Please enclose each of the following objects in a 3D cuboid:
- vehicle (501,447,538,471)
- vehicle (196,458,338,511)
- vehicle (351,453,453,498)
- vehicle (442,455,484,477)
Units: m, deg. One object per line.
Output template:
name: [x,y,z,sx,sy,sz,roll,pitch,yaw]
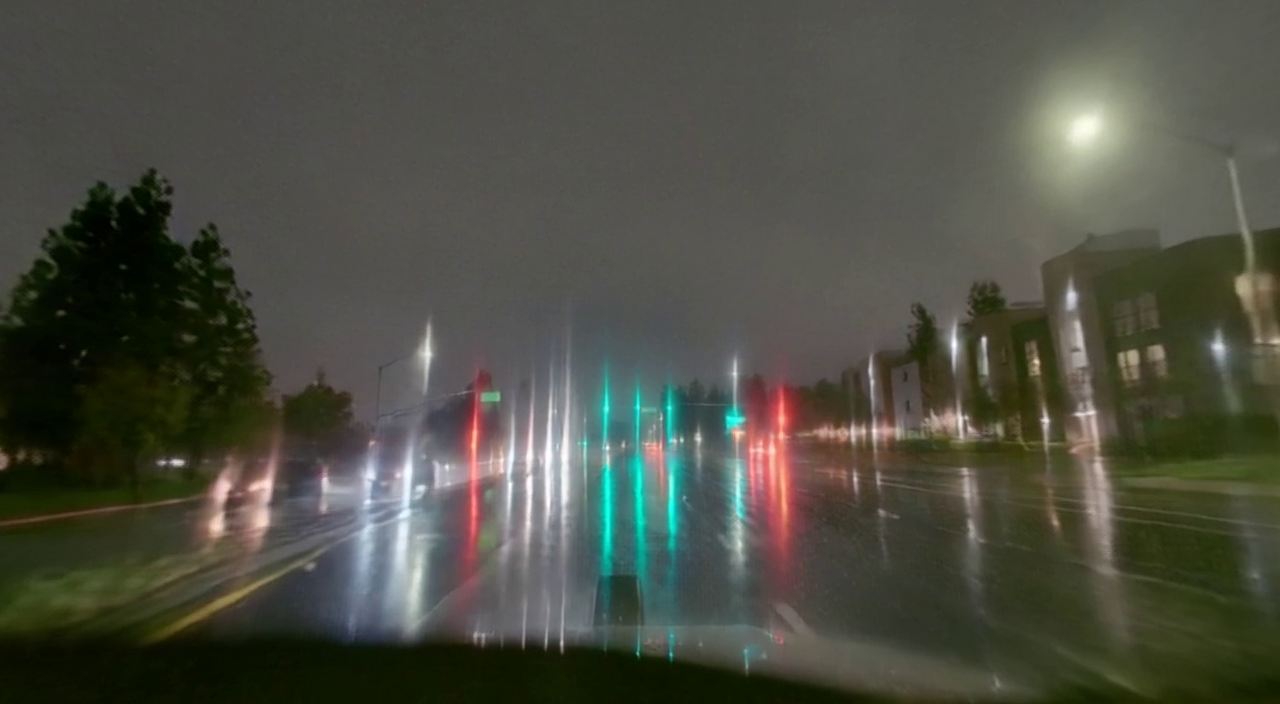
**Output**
vehicle: [-9.358,8.326,49.300,2.035,1.711,4.463,0,-9,-1]
vehicle: [-12.309,4.367,21.274,1.973,1.485,4.616,0,-9,0]
vehicle: [-8.788,4.573,23.847,2.140,1.460,4.449,0,-9,0]
vehicle: [-12.150,7.863,43.663,1.880,1.344,3.782,0,-8,-2]
